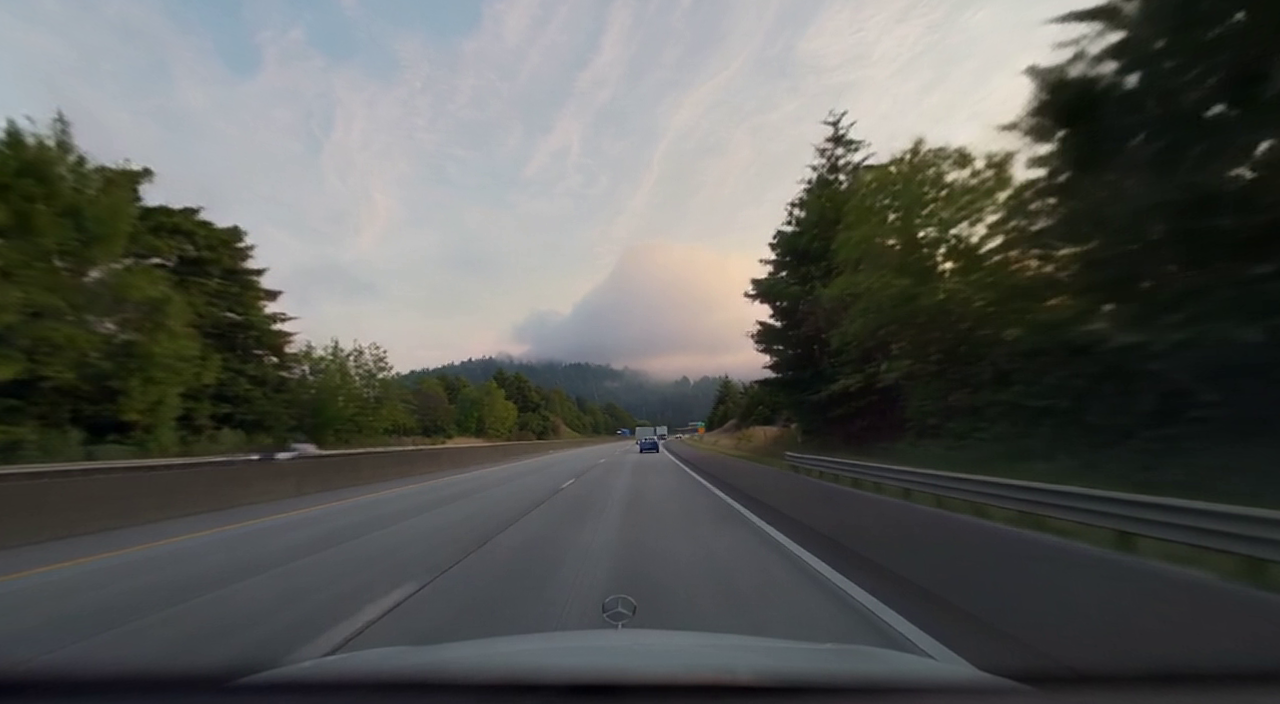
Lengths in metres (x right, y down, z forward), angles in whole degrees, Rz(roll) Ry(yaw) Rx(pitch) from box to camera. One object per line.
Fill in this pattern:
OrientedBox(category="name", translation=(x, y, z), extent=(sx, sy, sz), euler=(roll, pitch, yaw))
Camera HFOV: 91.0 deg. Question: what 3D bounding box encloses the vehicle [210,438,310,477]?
OrientedBox(category="vehicle", translation=(-16.123, 4.449, 26.948), extent=(1.827, 1.510, 3.956), euler=(0, -8, 0))
